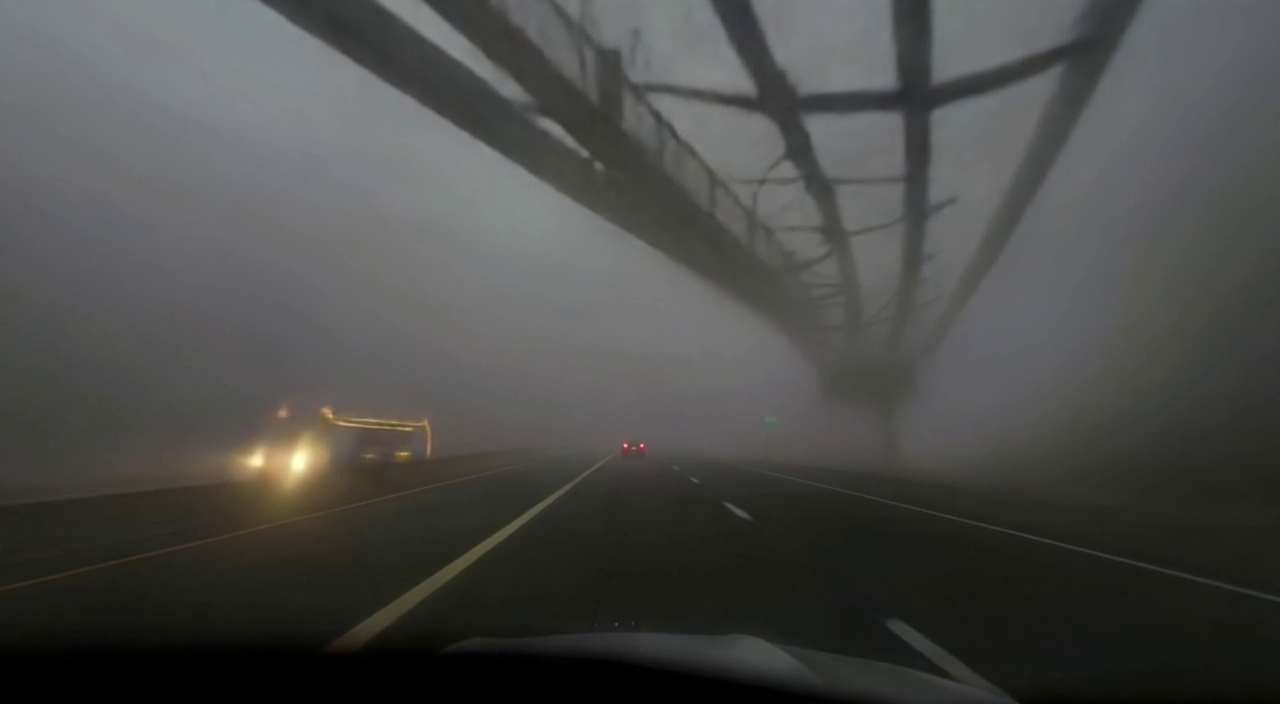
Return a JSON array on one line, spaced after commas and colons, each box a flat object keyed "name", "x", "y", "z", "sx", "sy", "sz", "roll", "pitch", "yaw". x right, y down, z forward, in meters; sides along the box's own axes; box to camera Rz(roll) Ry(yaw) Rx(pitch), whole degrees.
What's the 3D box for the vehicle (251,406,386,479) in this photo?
[{"name": "vehicle", "x": -17.399, "y": 5.028, "z": 35.000, "sx": 2.879, "sy": 3.519, "sz": 8.685, "roll": 0, "pitch": -8, "yaw": 0}]
